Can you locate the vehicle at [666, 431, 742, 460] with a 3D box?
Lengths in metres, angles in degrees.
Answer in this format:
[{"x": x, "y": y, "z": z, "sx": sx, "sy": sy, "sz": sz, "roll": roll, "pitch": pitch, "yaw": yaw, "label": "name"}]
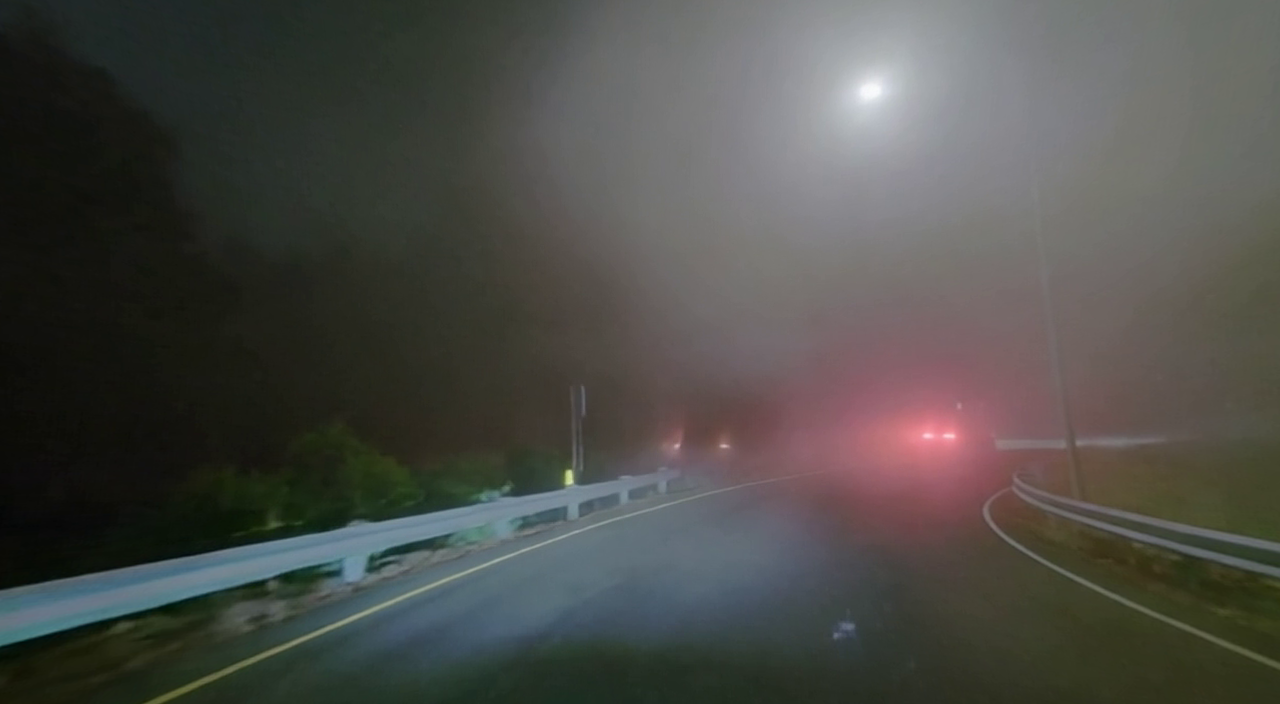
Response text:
[{"x": 3.802, "y": 5.586, "z": 37.614, "sx": 3.990, "sy": 1.549, "sz": 1.971, "roll": 2, "pitch": -12, "yaw": -20, "label": "vehicle"}]
